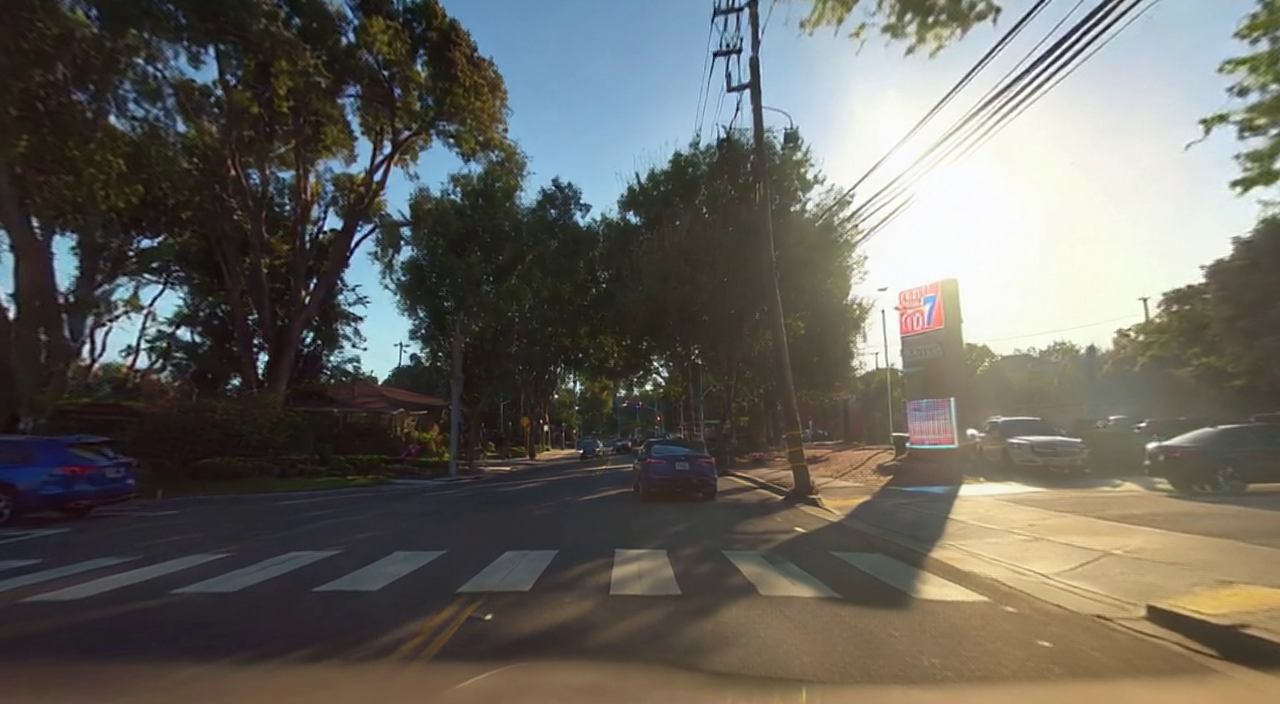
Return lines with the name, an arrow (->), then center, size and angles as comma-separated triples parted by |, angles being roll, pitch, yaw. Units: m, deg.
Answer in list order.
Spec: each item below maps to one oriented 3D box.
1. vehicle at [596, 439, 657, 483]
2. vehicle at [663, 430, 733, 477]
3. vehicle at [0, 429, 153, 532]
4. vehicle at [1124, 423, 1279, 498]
vehicle -> -0.568, 3.894, 22.895 | 1.874, 1.427, 3.976 | 1, -8, -6
vehicle -> 2.477, 4.554, 28.542 | 2.553, 1.868, 5.536 | 0, -8, -1
vehicle -> -13.772, 2.532, 12.710 | 5.866, 1.904, 2.197 | 1, -8, -6
vehicle -> 13.165, 2.181, 12.860 | 4.872, 1.400, 1.955 | -1, -8, 3
